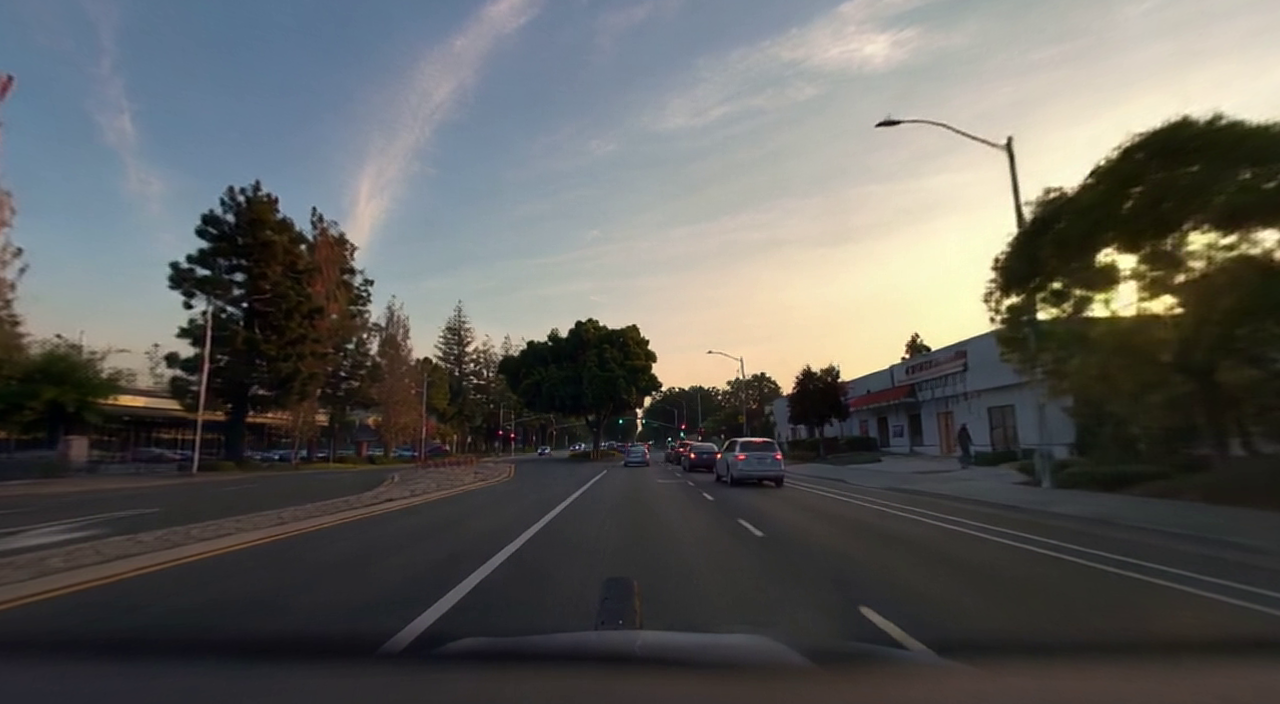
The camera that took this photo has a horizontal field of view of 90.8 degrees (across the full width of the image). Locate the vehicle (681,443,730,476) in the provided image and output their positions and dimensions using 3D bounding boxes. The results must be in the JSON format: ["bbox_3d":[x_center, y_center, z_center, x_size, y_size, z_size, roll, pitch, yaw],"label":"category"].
[{"bbox_3d":[3.076,5.154,30.583,1.864,1.484,4.662,0,-8,0],"label":"vehicle"}]

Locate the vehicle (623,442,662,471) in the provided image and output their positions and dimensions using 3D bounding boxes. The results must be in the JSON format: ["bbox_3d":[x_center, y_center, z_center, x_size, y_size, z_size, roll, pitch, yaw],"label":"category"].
[{"bbox_3d":[0.123,5.775,35.131,2.023,1.532,3.891,0,-8,-1],"label":"vehicle"}]

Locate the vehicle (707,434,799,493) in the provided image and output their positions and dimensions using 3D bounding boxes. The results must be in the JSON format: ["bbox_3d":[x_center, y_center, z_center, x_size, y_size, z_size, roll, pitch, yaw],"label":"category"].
[{"bbox_3d":[3.453,3.482,20.096,2.085,1.668,4.077,0,-8,-1],"label":"vehicle"}]
